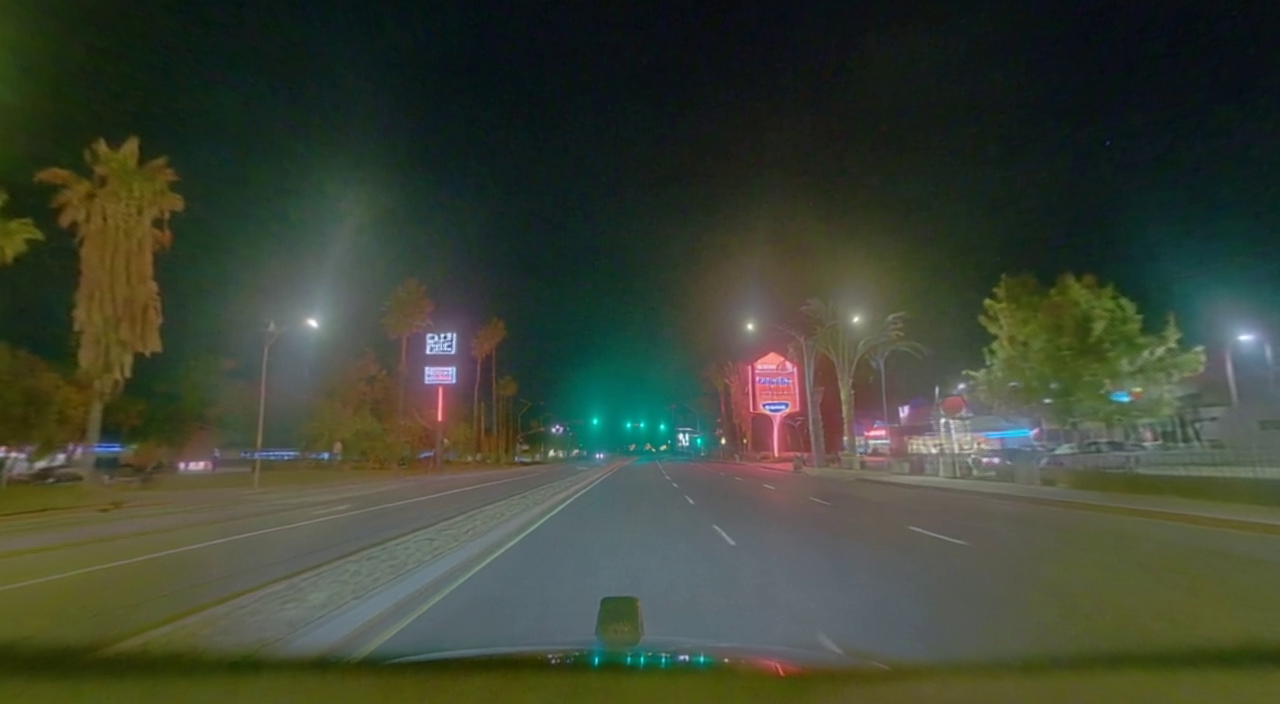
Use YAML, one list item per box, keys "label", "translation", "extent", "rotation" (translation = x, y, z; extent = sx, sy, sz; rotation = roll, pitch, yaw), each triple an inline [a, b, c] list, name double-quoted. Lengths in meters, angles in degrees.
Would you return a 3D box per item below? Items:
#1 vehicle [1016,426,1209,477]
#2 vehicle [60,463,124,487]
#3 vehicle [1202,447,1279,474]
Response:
- label: "vehicle"
  translation: [21.427, 4.540, 28.958]
  extent: [6.489, 2.179, 2.882]
  rotation: [0, -9, -1]
- label: "vehicle"
  translation: [-42.154, 9.396, 48.578]
  extent: [4.464, 1.684, 2.128]
  rotation: [-5, -10, 28]
- label: "vehicle"
  translation: [39.550, 7.077, 41.404]
  extent: [1.919, 1.613, 3.862]
  rotation: [-2, -9, 5]
